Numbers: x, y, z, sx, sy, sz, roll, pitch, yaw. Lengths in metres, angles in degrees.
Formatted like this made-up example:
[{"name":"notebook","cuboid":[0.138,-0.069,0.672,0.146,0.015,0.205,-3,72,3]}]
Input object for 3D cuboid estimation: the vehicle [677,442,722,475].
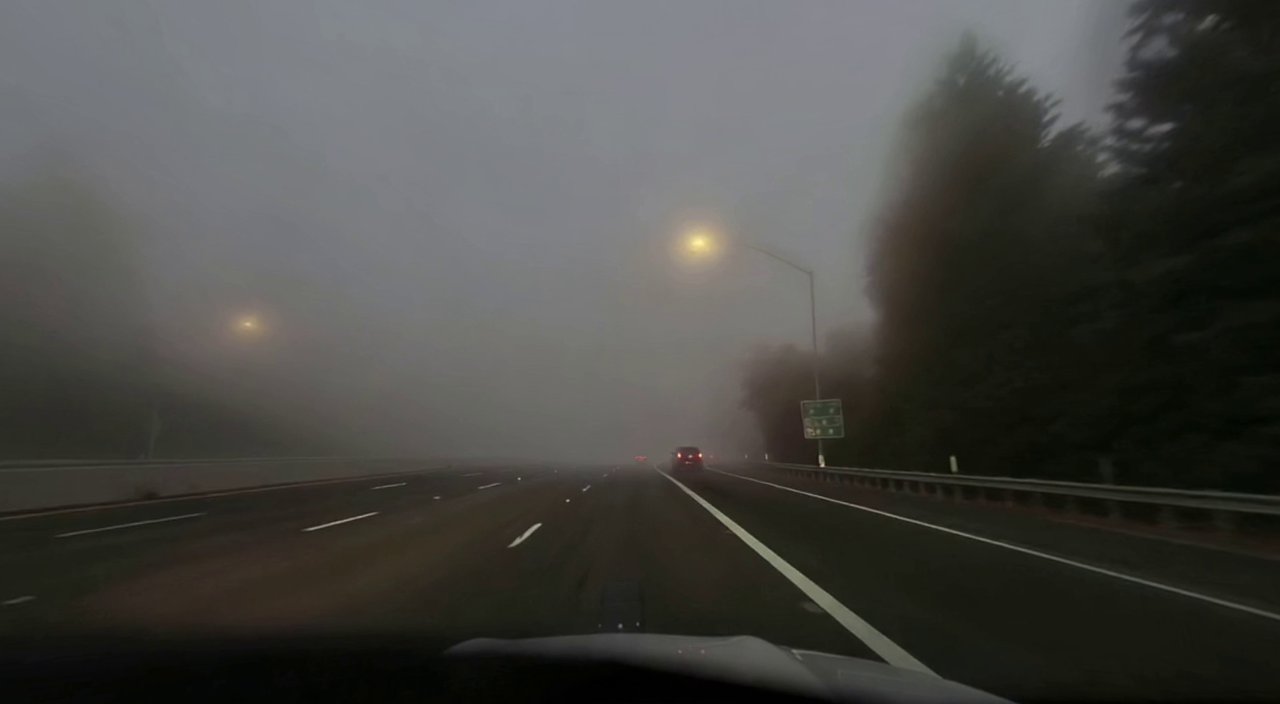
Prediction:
[{"name":"vehicle","cuboid":[3.484,6.329,37.742,2.225,1.833,4.340,0,-9,0]}]
